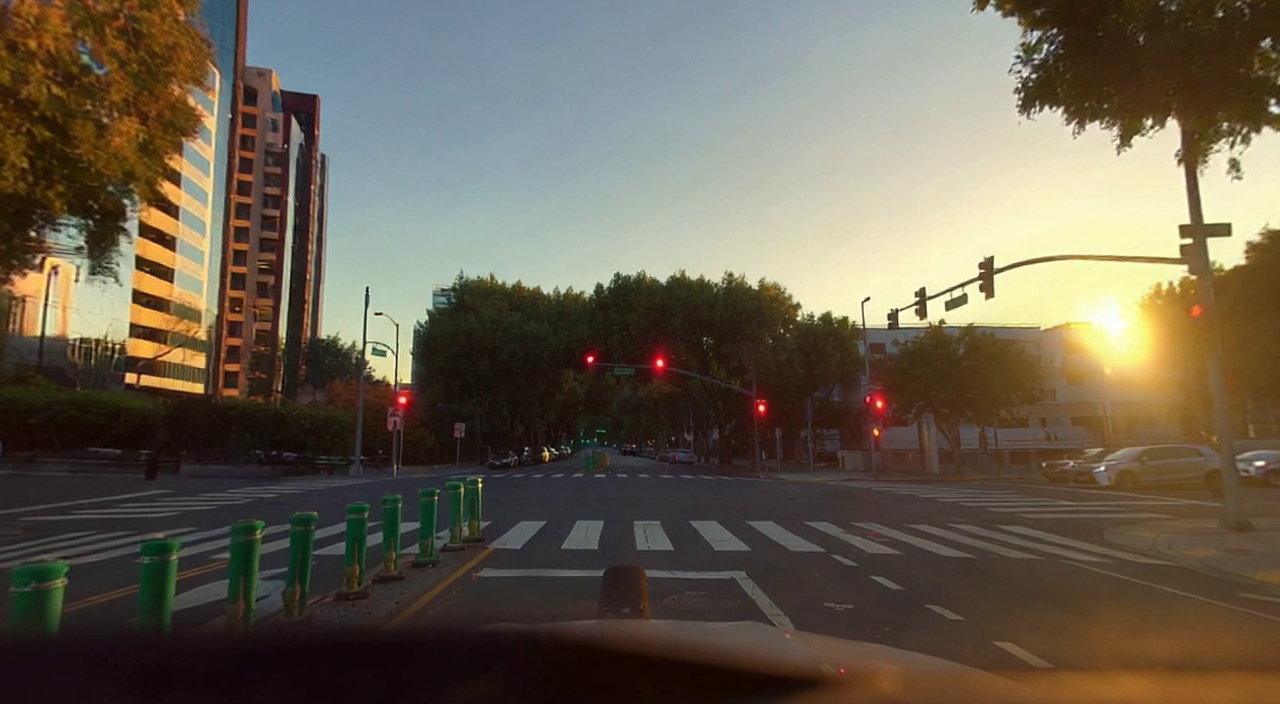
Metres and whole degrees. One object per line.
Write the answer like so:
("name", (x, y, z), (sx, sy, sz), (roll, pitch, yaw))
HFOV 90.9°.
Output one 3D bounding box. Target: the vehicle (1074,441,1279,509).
("vehicle", (12.975, 2.800, 14.574), (4.424, 1.436, 1.804), (-1, -9, 5))
